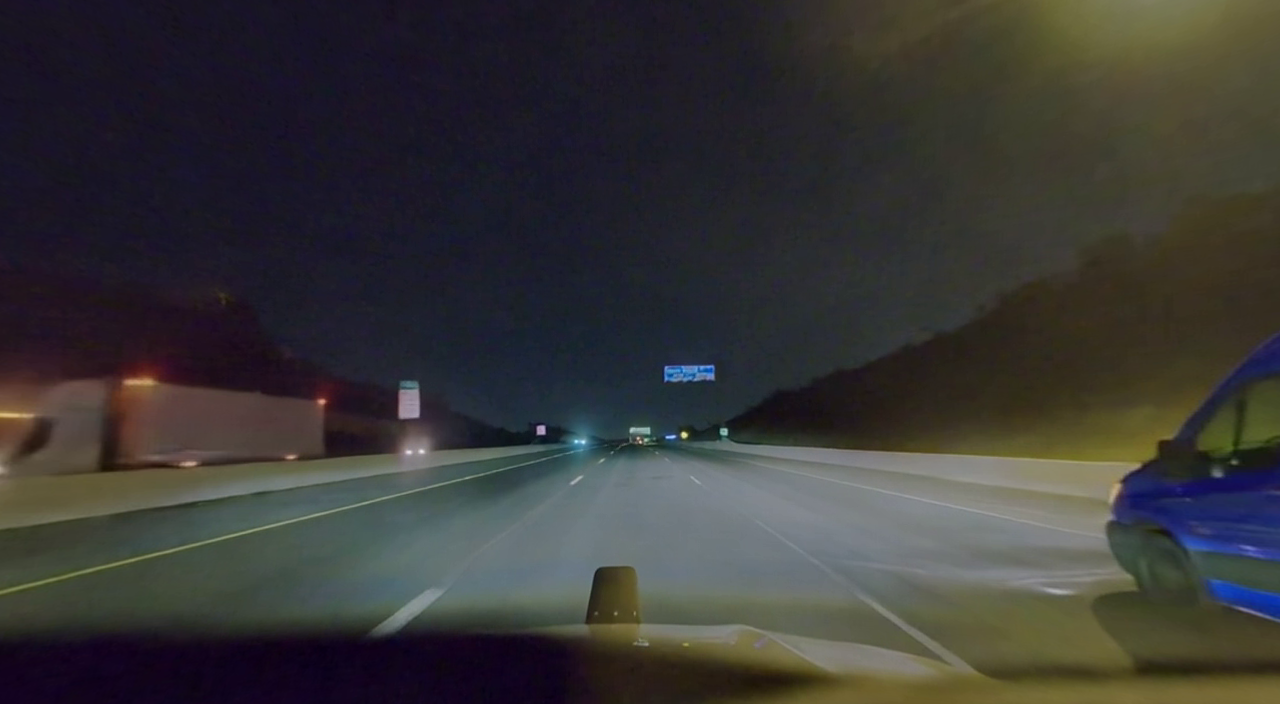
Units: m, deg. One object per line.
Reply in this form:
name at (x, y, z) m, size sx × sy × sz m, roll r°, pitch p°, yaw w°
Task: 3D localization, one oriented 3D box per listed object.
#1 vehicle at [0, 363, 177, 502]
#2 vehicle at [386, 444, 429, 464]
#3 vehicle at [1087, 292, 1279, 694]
vehicle at (-19.155, 2.678, 20.831) m, size 3.000 × 3.921 × 5.758 m, roll -1°, pitch -8°, yaw 1°
vehicle at (-18.361, 8.061, 49.879) m, size 1.911 × 1.468 × 4.258 m, roll 0°, pitch -8°, yaw -2°
vehicle at (4.308, 0.547, 2.071) m, size 2.161 × 2.002 × 4.631 m, roll 0°, pitch -8°, yaw -1°
